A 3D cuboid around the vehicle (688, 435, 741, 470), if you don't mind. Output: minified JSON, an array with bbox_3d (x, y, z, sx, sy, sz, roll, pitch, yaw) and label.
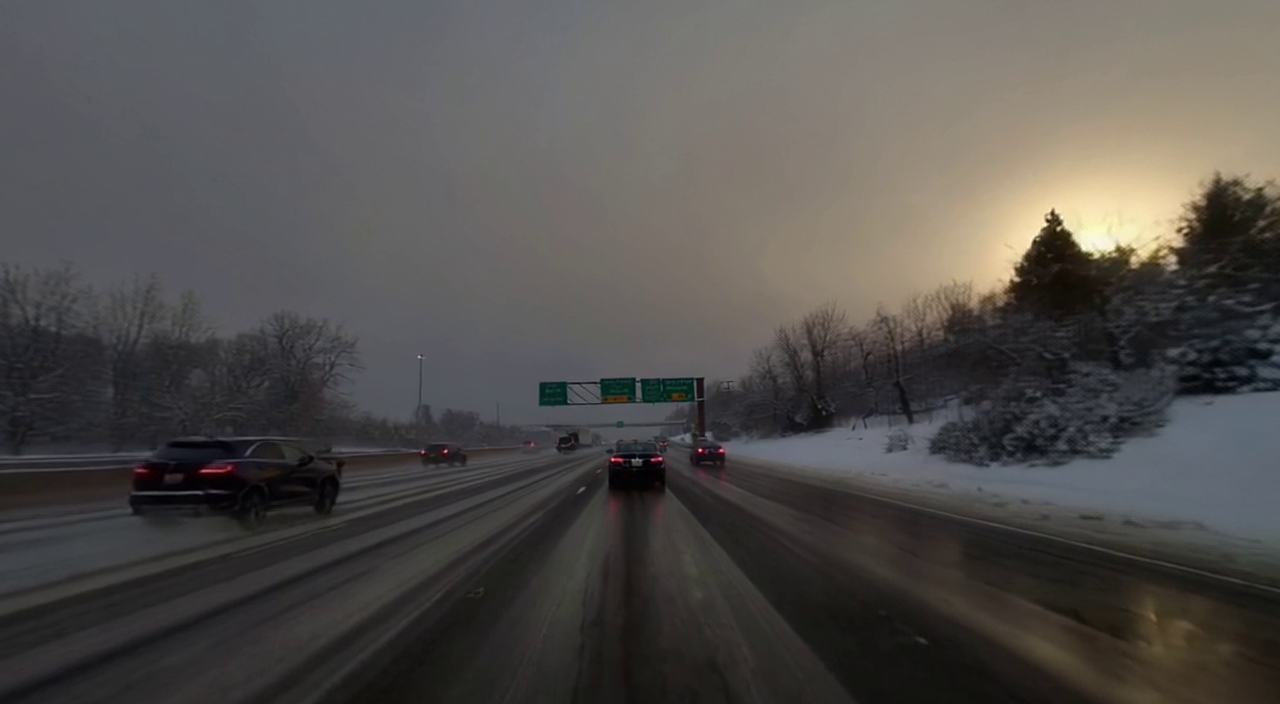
[{"bbox_3d":[3.870,5.307,33.581,2.100,1.707,4.342,0,-8,-2],"label":"vehicle"}]

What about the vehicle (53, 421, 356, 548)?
[{"bbox_3d":[-6.752,2.074,10.560,2.060,1.669,4.242,0,-8,-1],"label":"vehicle"}]

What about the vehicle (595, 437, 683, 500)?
[{"bbox_3d":[-0.064,3.051,16.954,2.042,1.446,4.269,0,-8,-1],"label":"vehicle"}]

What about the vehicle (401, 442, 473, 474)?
[{"bbox_3d":[-10.327,5.411,32.541,2.019,1.510,4.992,0,-8,0],"label":"vehicle"}]
